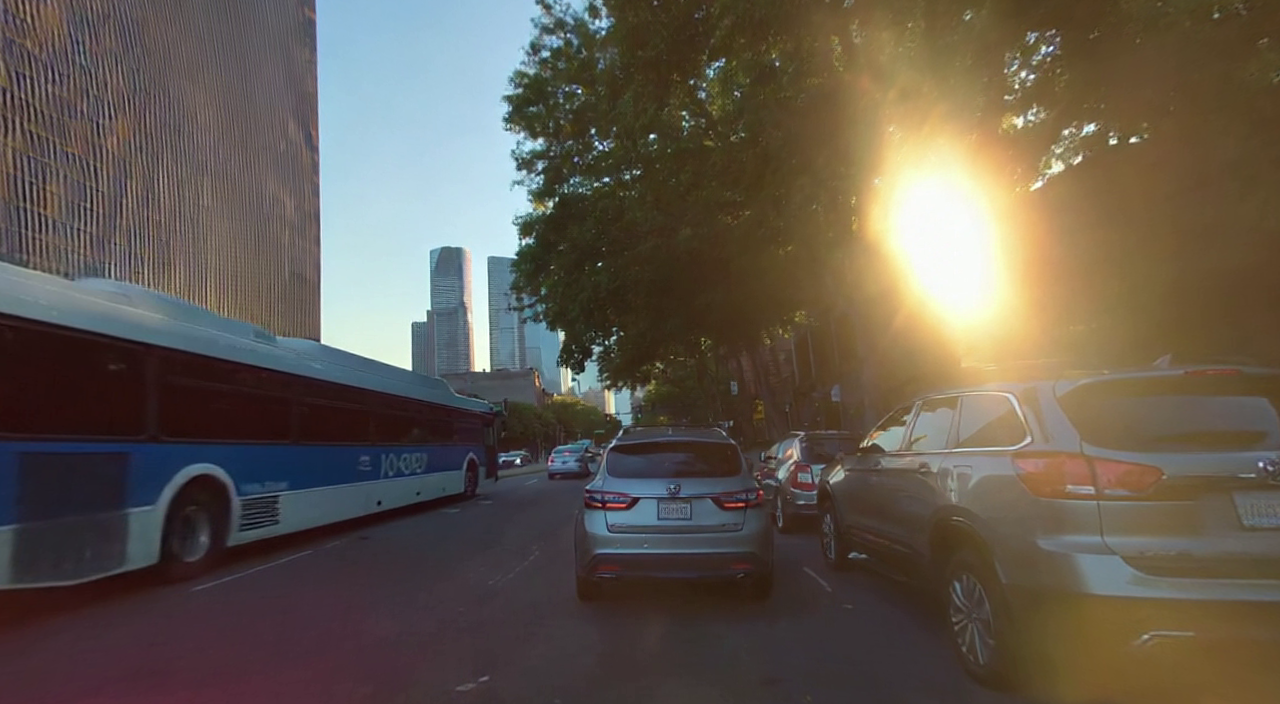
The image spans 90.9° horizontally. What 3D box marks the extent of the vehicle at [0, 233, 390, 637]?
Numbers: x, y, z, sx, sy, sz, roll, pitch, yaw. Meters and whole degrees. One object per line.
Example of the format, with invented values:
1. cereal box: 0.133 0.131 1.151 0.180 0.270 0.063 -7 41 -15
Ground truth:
1. vehicle: -6.727 1.174 8.463 2.907 3.307 9.137 0 -9 0

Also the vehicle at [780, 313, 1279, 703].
1. vehicle: 2.756 1.114 4.977 2.117 1.855 4.794 0 -9 -1

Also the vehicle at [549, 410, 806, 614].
1. vehicle: 0.247 1.549 6.894 2.045 1.608 3.573 0 -9 -2
